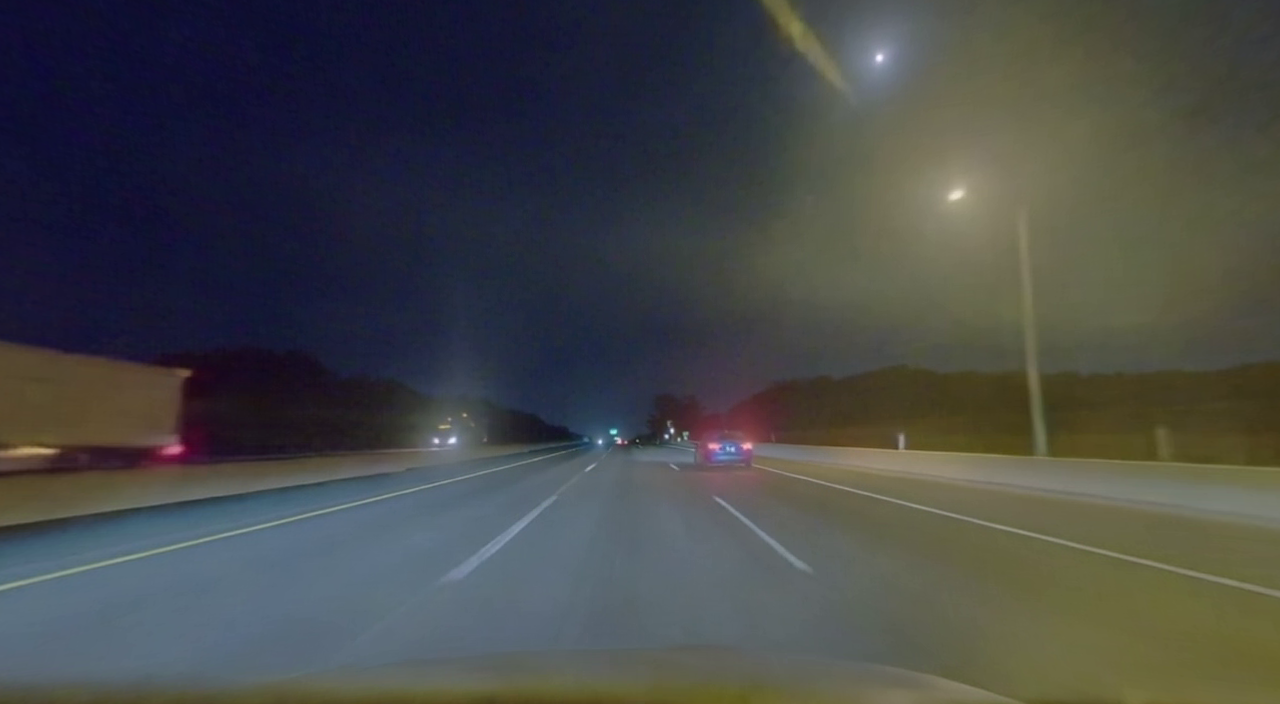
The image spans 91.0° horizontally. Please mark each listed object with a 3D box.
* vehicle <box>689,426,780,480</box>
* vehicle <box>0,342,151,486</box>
[{"bbox_3d":[3.096,3.426,21.634,2.349,1.651,4.161,0,-8,-2],"label":"vehicle"},{"bbox_3d":[-19.572,1.957,19.081,2.876,4.042,8.257,0,-8,-1],"label":"vehicle"}]
